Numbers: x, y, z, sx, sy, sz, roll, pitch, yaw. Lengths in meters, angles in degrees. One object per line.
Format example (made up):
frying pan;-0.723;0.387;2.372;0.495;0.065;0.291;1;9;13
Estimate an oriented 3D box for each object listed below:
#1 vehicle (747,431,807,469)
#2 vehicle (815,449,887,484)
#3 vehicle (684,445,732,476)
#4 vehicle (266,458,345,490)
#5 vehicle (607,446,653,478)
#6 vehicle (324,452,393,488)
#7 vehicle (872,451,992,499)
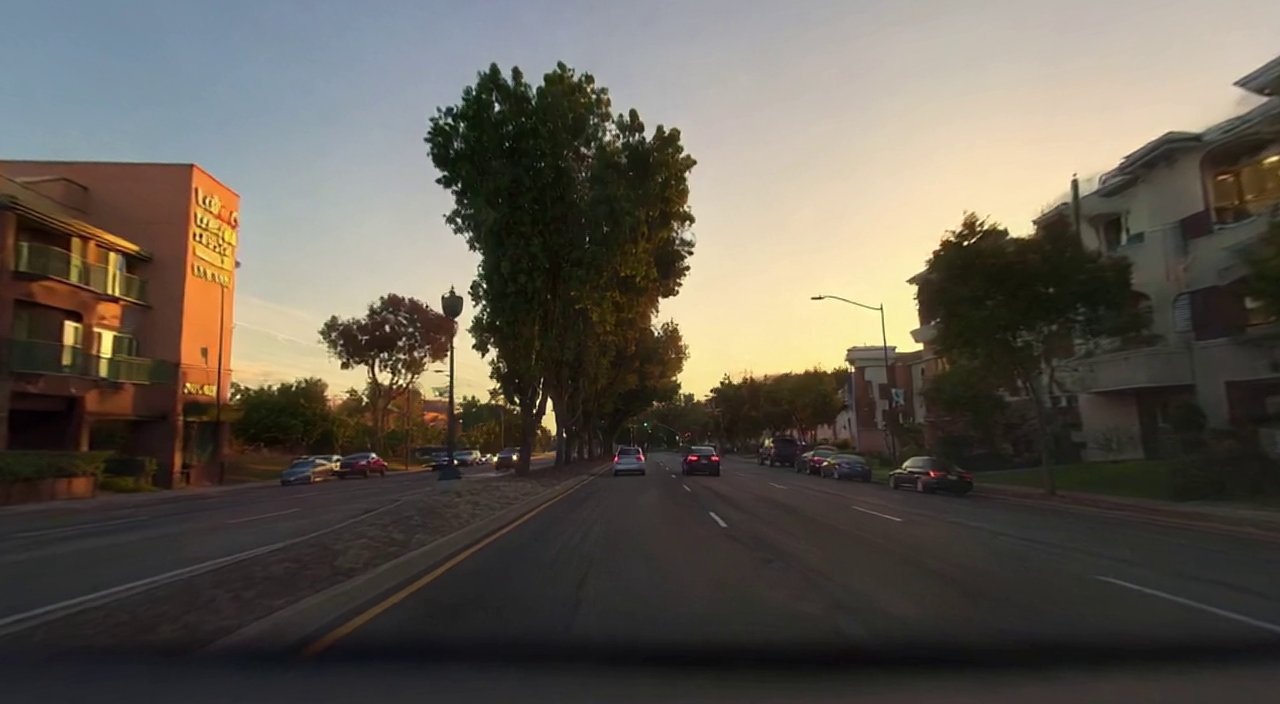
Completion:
vehicle;10.409;7.569;48.831;3.082;2.655;7.381;0;-9;0
vehicle;10.132;5.524;30.801;1.898;1.502;4.788;0;-9;0
vehicle;3.493;5.674;33.286;1.993;1.477;4.240;0;-9;-1
vehicle;-19.156;6.965;36.449;2.180;1.608;4.443;0;-9;-1
vehicle;-0.466;5.365;31.114;2.101;1.444;4.248;0;-9;0
vehicle;-19.289;8.073;43.614;2.240;2.112;5.268;1;-8;0
vehicle;10.071;4.248;22.251;1.944;1.454;4.647;0;-9;-1
